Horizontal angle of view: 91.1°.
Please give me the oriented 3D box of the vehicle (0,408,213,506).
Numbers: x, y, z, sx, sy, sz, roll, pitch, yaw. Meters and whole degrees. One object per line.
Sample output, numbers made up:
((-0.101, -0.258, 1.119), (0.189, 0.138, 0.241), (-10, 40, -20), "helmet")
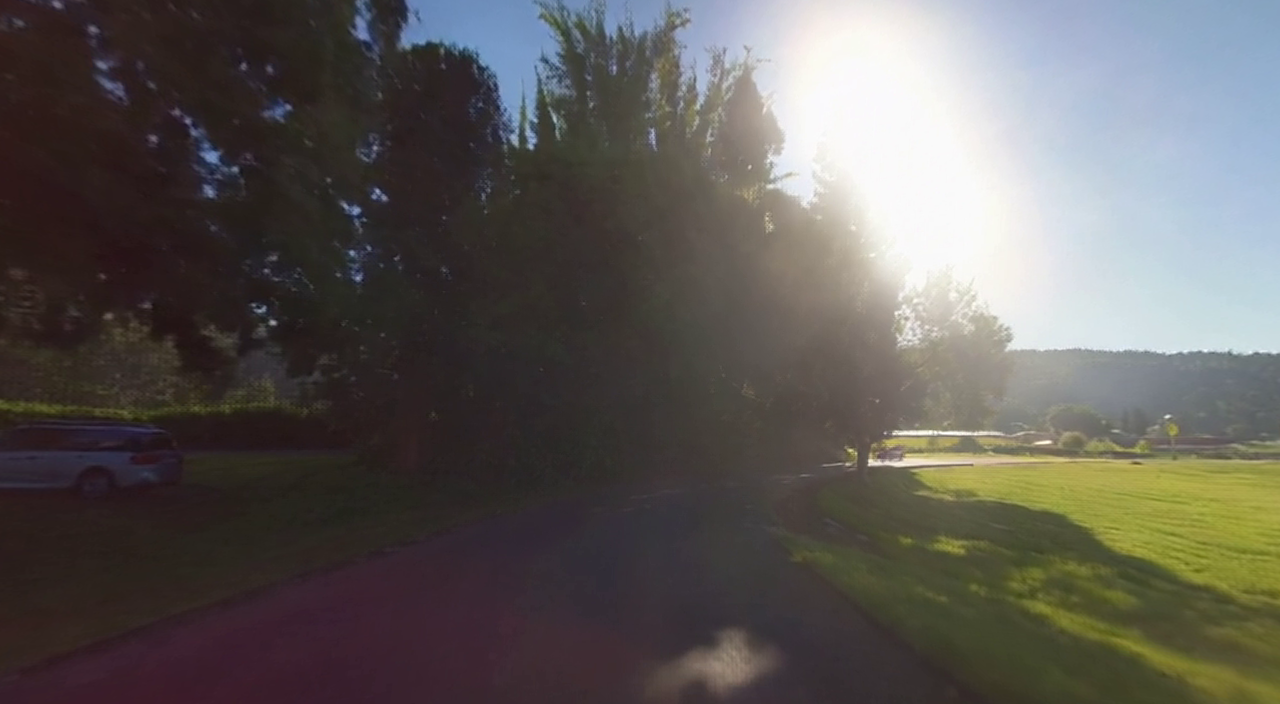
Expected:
((-10.842, 1.918, 11.600), (4.594, 1.607, 1.873), (-1, -8, 5), "vehicle")
